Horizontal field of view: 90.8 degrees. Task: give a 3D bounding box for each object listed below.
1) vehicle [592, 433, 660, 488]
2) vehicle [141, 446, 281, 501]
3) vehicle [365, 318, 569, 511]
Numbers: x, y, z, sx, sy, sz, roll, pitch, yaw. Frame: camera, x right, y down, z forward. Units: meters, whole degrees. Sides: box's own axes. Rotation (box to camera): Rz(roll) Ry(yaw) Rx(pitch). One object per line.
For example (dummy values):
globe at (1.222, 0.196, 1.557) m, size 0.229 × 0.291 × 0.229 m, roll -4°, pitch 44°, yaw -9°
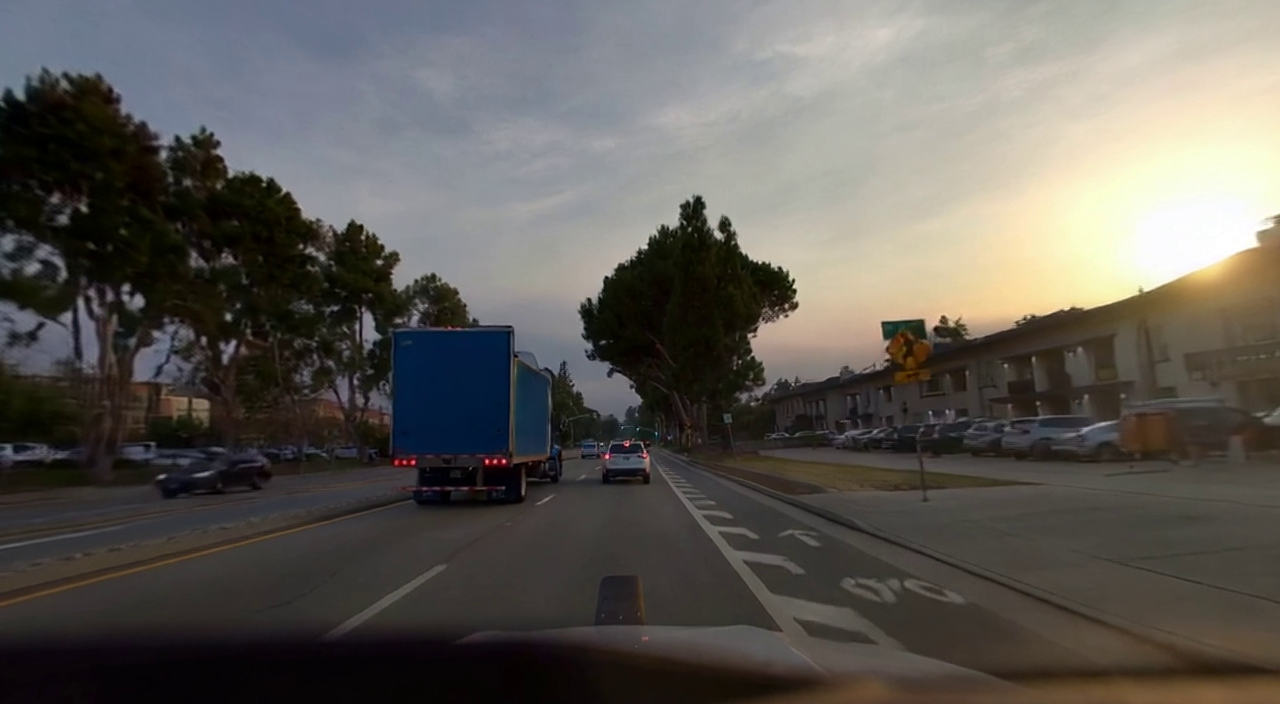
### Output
vehicle at (-0.466, 3.628, 21.423) m, size 2.094 × 1.682 × 3.866 m, roll 0°, pitch -9°, yaw -1°
vehicle at (-15.526, 4.363, 23.244) m, size 1.987 × 1.711 × 4.578 m, roll -3°, pitch -8°, yaw 0°
vehicle at (-4.061, 2.002, 18.024) m, size 2.996 × 3.902 × 10.410 m, roll 0°, pitch -8°, yaw -1°
